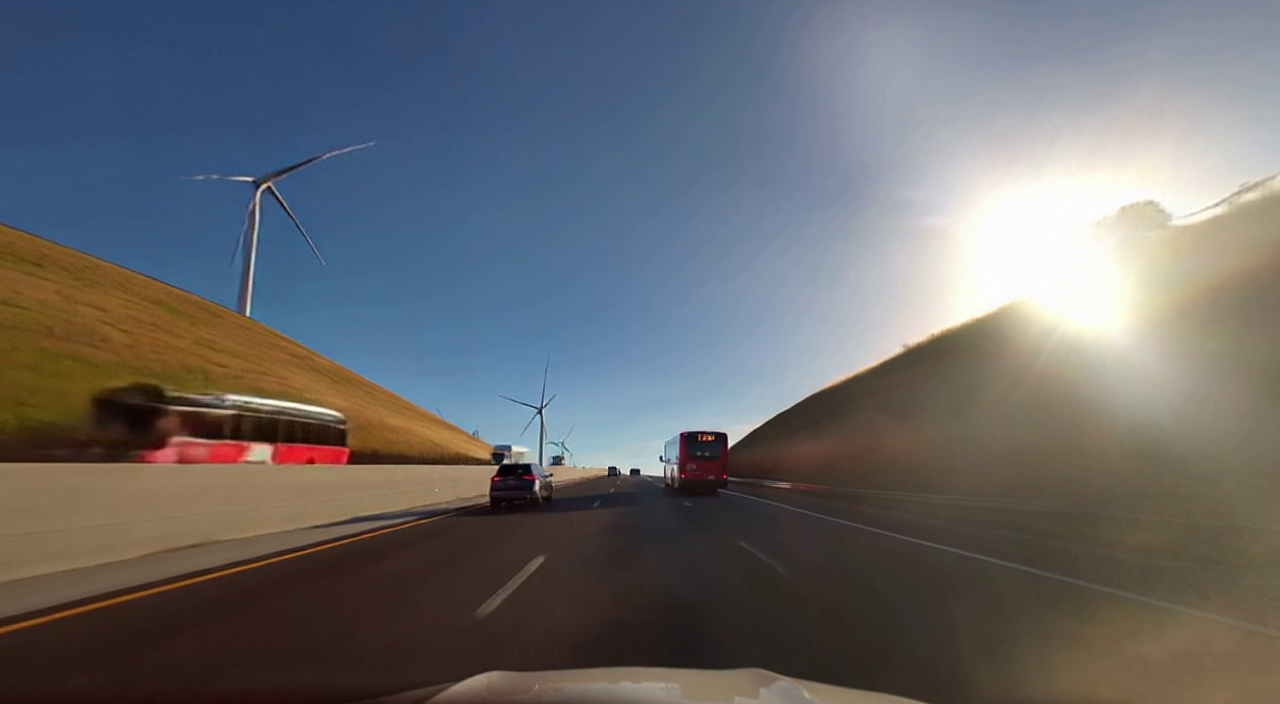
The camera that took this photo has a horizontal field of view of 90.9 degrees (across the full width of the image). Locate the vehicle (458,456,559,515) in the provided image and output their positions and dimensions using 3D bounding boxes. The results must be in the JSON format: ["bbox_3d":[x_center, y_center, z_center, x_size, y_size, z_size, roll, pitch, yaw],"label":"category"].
[{"bbox_3d":[-3.899,4.088,19.530,2.213,1.568,4.274,1,-10,0],"label":"vehicle"}]

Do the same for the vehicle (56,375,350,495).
[{"bbox_3d":[-19.172,4.402,30.427,2.910,4.247,16.020,1,-10,-1],"label":"vehicle"}]

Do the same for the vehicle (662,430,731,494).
[{"bbox_3d":[3.478,7.618,43.150,2.941,3.574,14.463,1,-10,-2],"label":"vehicle"}]
